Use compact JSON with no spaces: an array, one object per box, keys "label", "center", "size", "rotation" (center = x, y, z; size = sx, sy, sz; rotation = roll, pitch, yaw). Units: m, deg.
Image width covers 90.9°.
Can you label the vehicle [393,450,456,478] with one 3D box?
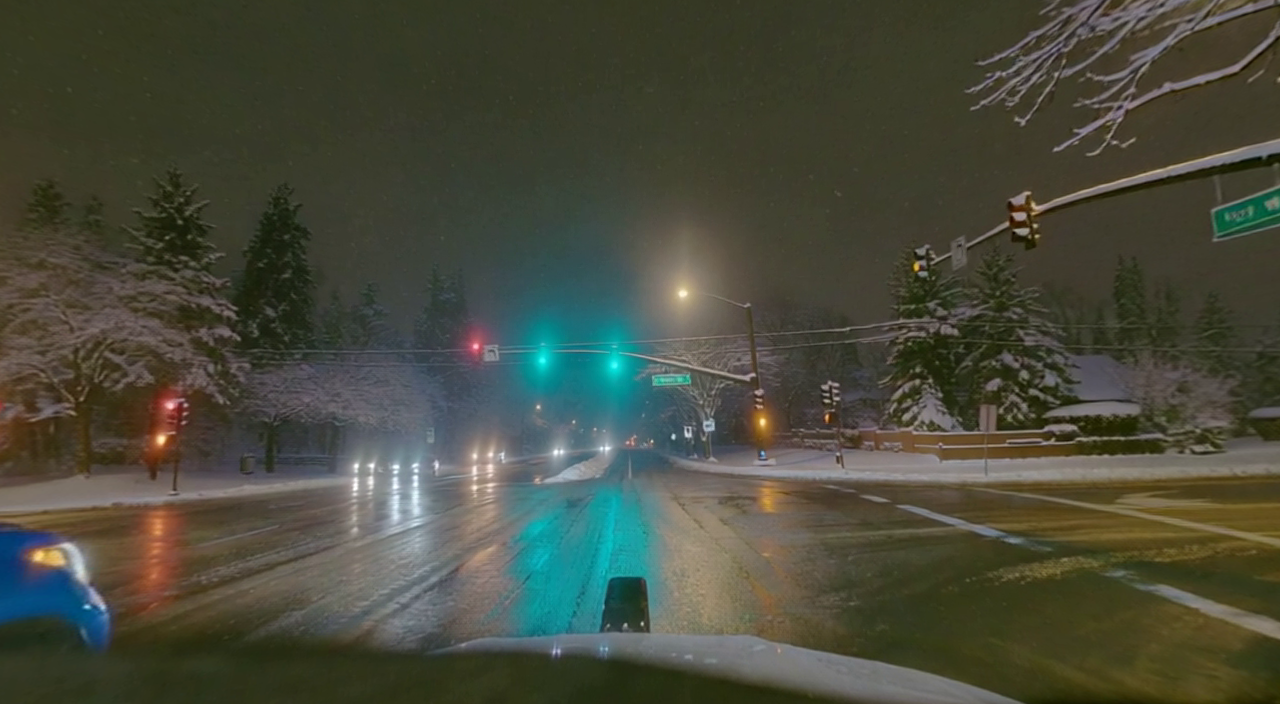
[{"label":"vehicle","center":[-12.522,6.536,36.982],"size":[2.028,1.455,4.421],"rotation":[0,-8,2]}]

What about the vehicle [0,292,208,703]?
[{"label":"vehicle","center":[-3.143,0.522,0.695],"size":[2.123,1.799,4.425],"rotation":[0,-8,1]}]

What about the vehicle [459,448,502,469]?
[{"label":"vehicle","center":[-11.848,7.945,47.105],"size":[1.980,1.452,4.318],"rotation":[0,-8,2]}]

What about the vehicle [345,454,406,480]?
[{"label":"vehicle","center":[-16.123,7.017,38.711],"size":[1.830,1.440,4.351],"rotation":[0,-8,1]}]
